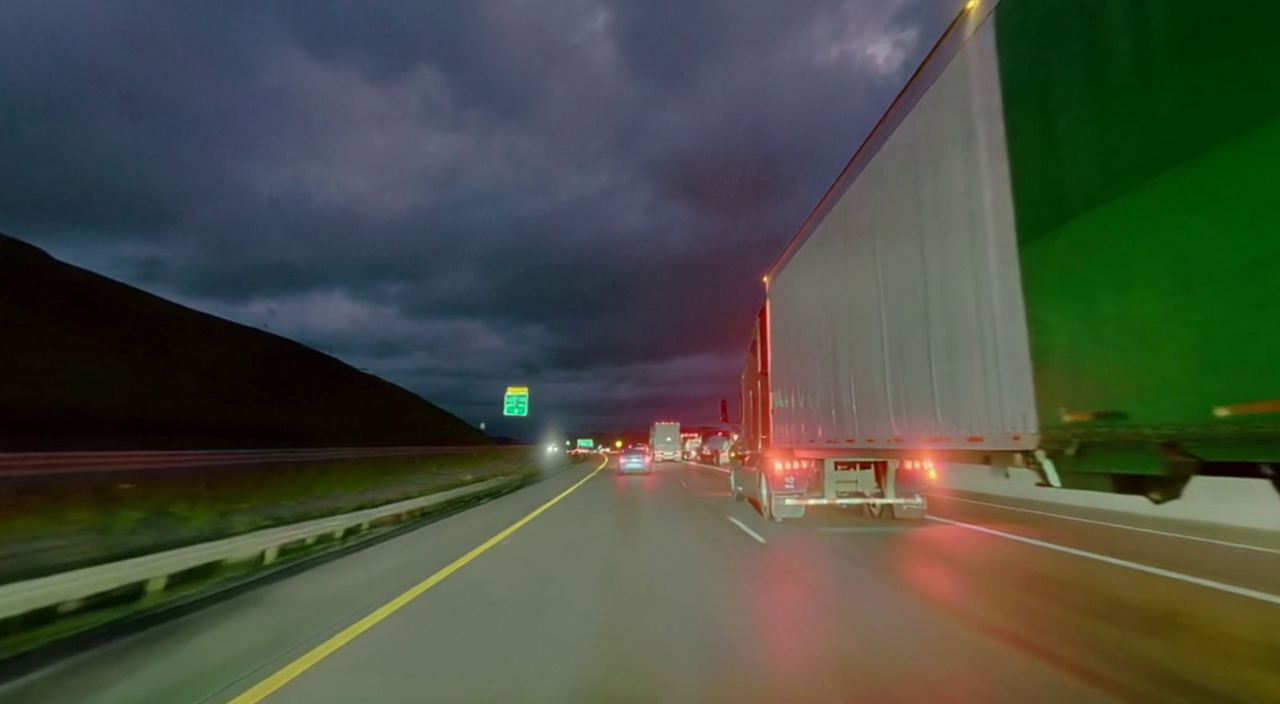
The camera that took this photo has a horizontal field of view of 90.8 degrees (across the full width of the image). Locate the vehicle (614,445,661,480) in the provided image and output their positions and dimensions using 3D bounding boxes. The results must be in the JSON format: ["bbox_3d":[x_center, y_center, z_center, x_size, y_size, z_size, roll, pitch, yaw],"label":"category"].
[{"bbox_3d":[-0.131,4.875,27.989,1.927,1.437,3.794,0,-9,0],"label":"vehicle"}]

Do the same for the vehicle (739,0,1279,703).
[{"bbox_3d":[3.613,0.377,6.838,2.874,4.065,14.243,0,-9,0],"label":"vehicle"}]
